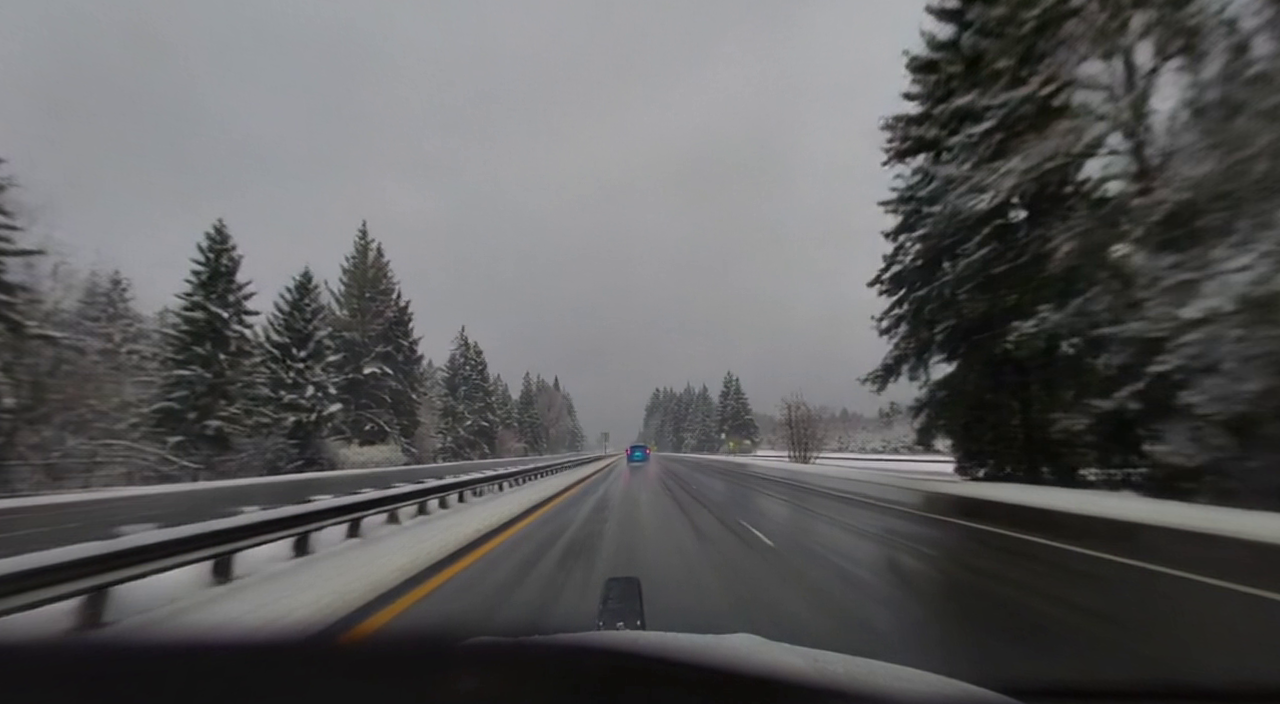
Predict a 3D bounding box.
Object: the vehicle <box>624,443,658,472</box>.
[{"bbox_3d":[0.019,6.475,38.853,1.987,1.658,3.620,0,-9,-1],"label":"vehicle"}]
